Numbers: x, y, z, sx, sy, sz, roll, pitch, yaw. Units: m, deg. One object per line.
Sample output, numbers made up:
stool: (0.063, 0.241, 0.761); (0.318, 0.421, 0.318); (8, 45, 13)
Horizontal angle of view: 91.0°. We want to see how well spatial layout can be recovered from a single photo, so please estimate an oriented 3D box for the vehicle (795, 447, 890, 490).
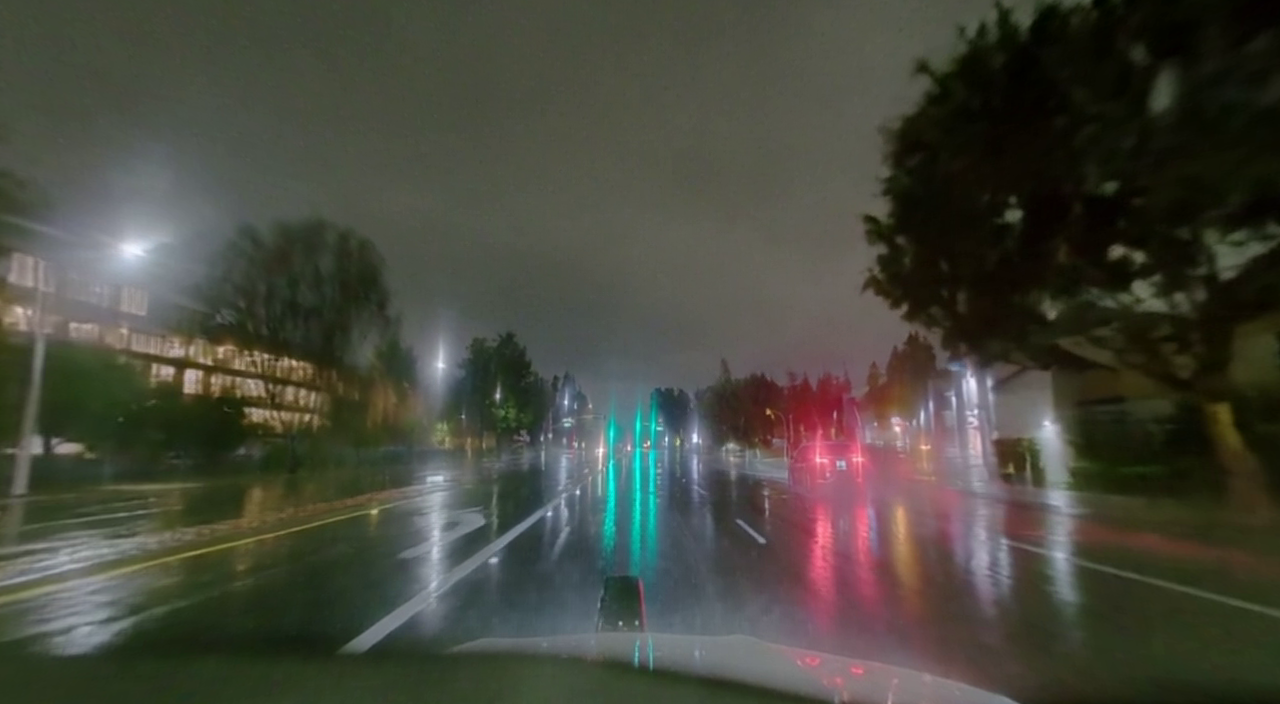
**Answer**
vehicle: (7.458, 4.307, 23.726); (2.054, 1.421, 4.487); (0, -8, -1)
